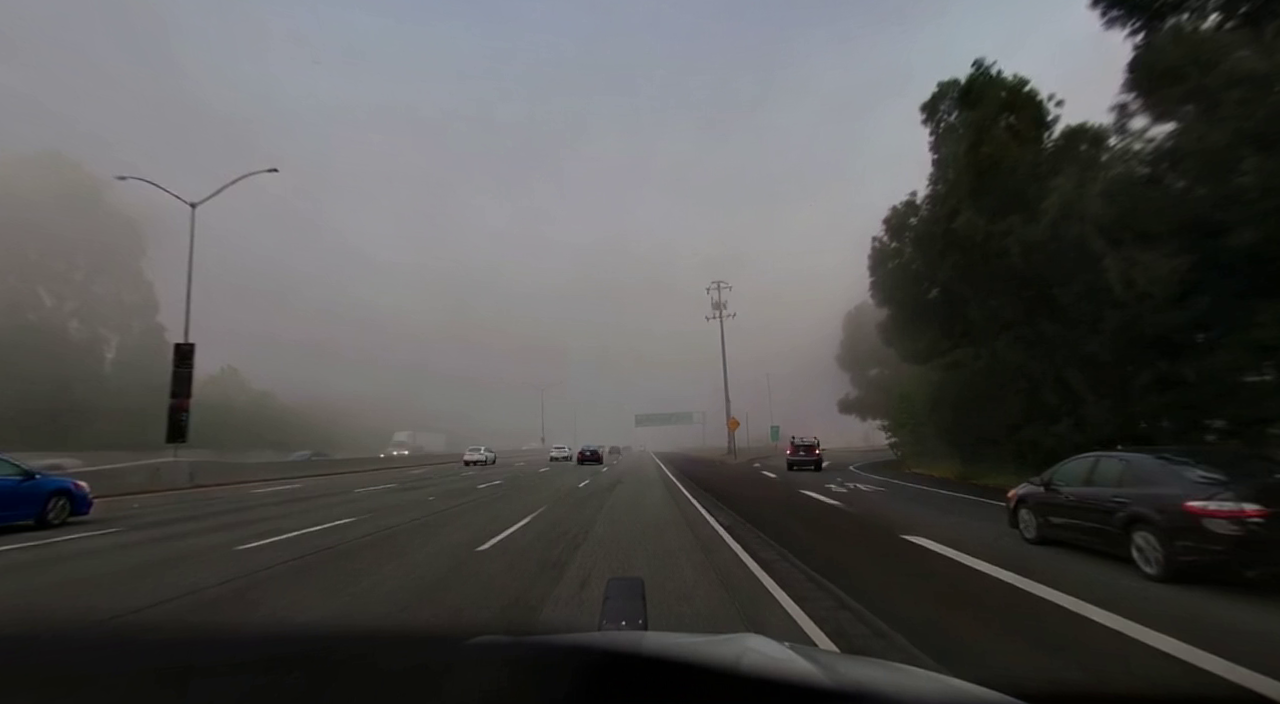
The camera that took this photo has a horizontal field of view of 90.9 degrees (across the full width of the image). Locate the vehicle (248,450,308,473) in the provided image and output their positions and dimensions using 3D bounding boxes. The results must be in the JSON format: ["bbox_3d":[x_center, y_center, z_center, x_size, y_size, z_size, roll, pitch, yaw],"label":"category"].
[{"bbox_3d":[-25.993,7.833,45.423,1.962,1.489,4.009,0,-8,0],"label":"vehicle"}]

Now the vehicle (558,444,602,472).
[{"bbox_3d":[-3.323,5.941,35.710,2.050,1.479,4.342,0,-8,1],"label":"vehicle"}]

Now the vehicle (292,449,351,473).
[{"bbox_3d":[-22.400,7.657,44.568,1.857,1.521,4.220,0,-8,2],"label":"vehicle"}]

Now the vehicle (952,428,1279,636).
[{"bbox_3d":[5.362,1.600,6.735,2.002,1.457,4.497,-1,-8,4],"label":"vehicle"}]

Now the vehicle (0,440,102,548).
[{"bbox_3d":[-10.154,1.909,8.201,2.002,1.526,4.822,0,-8,1],"label":"vehicle"}]

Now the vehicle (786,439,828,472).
[{"bbox_3d":[9.953,6.185,37.884,2.127,1.815,4.777,-2,-8,11],"label":"vehicle"}]

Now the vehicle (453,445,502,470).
[{"bbox_3d":[-10.012,6.525,39.190,1.930,1.490,3.955,0,-8,1],"label":"vehicle"}]
